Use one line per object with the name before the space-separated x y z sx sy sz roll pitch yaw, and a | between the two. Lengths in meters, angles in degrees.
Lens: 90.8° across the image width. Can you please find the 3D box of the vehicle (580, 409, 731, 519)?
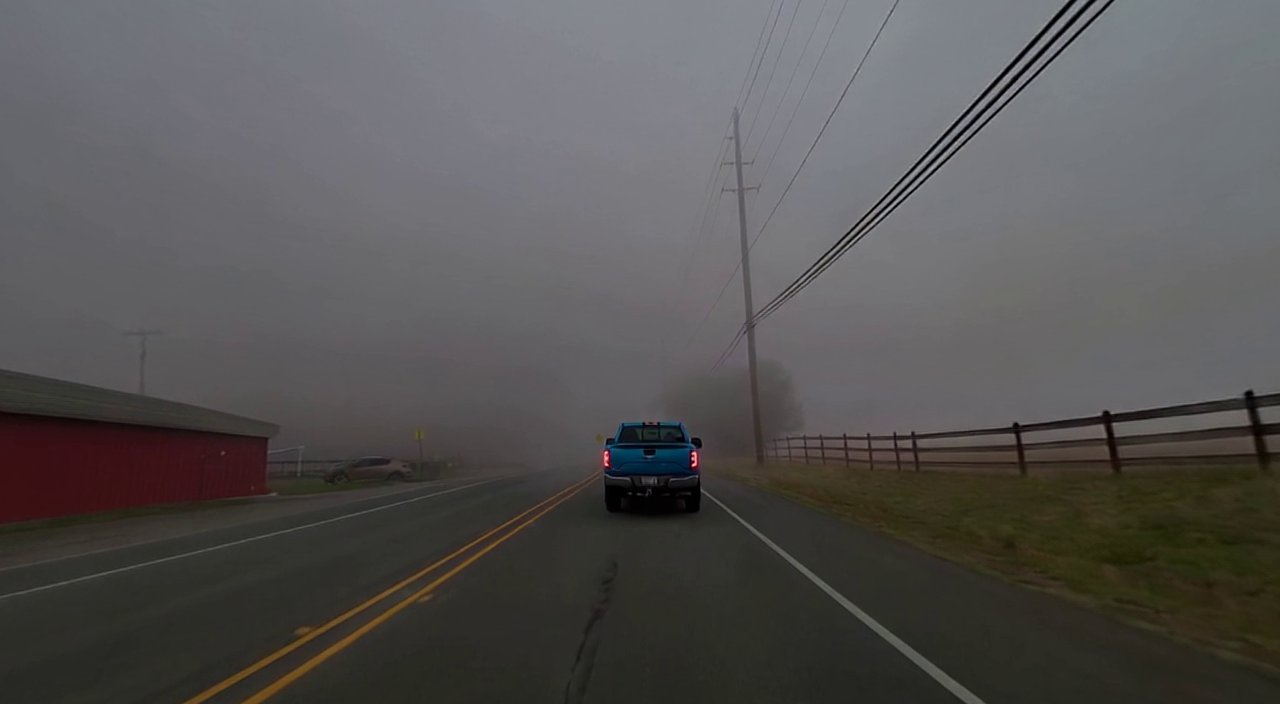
vehicle | 0.231 2.465 14.480 2.693 1.941 6.356 0 -9 -1
